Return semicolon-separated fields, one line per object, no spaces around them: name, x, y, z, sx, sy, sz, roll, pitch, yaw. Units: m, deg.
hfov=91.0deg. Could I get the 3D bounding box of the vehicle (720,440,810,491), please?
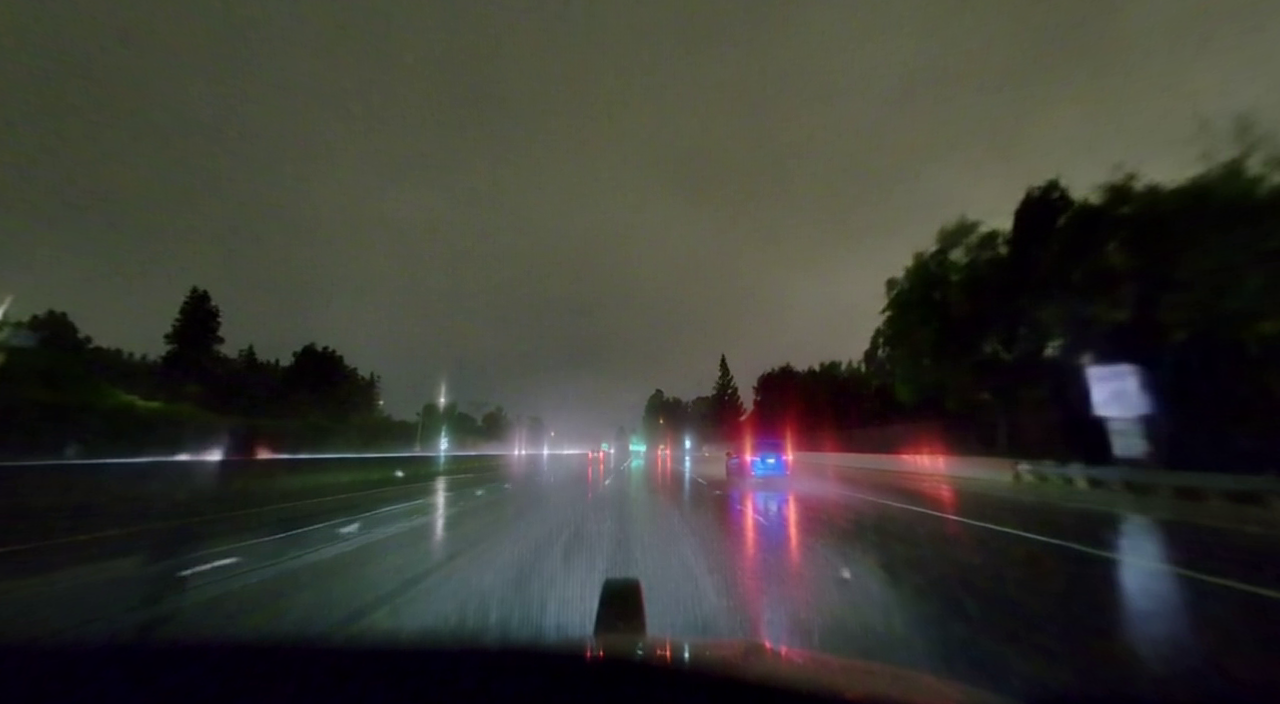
vehicle;3.989;3.722;20.937;2.033;1.501;4.398;0;-9;-1
